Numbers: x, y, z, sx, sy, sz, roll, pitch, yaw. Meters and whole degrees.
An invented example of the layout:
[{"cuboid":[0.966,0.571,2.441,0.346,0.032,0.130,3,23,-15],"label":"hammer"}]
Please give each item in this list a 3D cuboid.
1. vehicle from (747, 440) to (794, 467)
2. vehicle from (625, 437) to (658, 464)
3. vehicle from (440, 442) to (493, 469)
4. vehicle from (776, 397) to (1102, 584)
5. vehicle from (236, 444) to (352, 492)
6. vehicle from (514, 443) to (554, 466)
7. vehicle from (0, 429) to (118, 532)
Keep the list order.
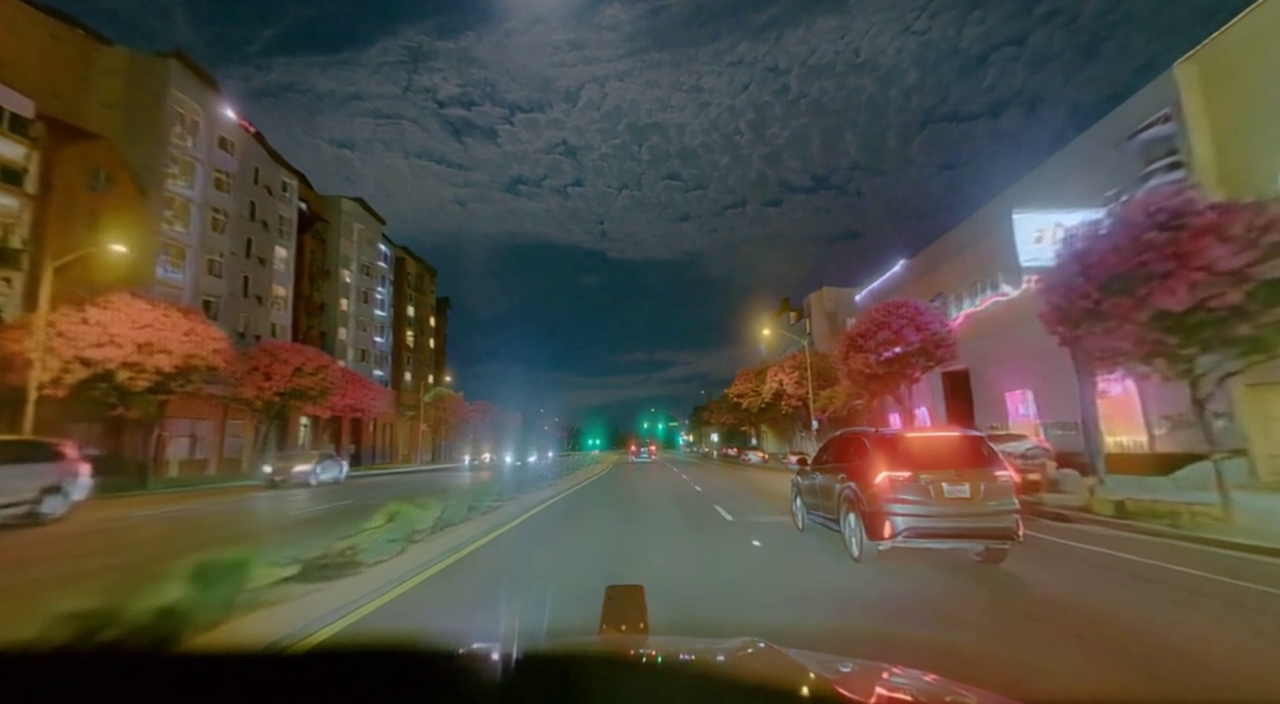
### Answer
[{"cuboid":[8.186,6.405,39.839,1.919,1.586,4.692,0,-8,-1],"label":"vehicle"},{"cuboid":[0.161,7.025,45.160,2.244,1.813,4.129,0,-8,1],"label":"vehicle"},{"cuboid":[-11.295,6.778,41.358,2.049,1.641,4.573,0,-8,2],"label":"vehicle"},{"cuboid":[3.318,1.643,8.291,2.071,1.747,4.549,0,-8,1],"label":"vehicle"},{"cuboid":[-11.809,3.953,21.807,1.779,1.495,3.766,0,-8,2],"label":"vehicle"},{"cuboid":[-7.452,7.202,44.638,1.960,1.530,4.313,0,-8,2],"label":"vehicle"},{"cuboid":[-11.925,2.175,10.628,2.021,1.730,4.866,0,-8,1],"label":"vehicle"}]
